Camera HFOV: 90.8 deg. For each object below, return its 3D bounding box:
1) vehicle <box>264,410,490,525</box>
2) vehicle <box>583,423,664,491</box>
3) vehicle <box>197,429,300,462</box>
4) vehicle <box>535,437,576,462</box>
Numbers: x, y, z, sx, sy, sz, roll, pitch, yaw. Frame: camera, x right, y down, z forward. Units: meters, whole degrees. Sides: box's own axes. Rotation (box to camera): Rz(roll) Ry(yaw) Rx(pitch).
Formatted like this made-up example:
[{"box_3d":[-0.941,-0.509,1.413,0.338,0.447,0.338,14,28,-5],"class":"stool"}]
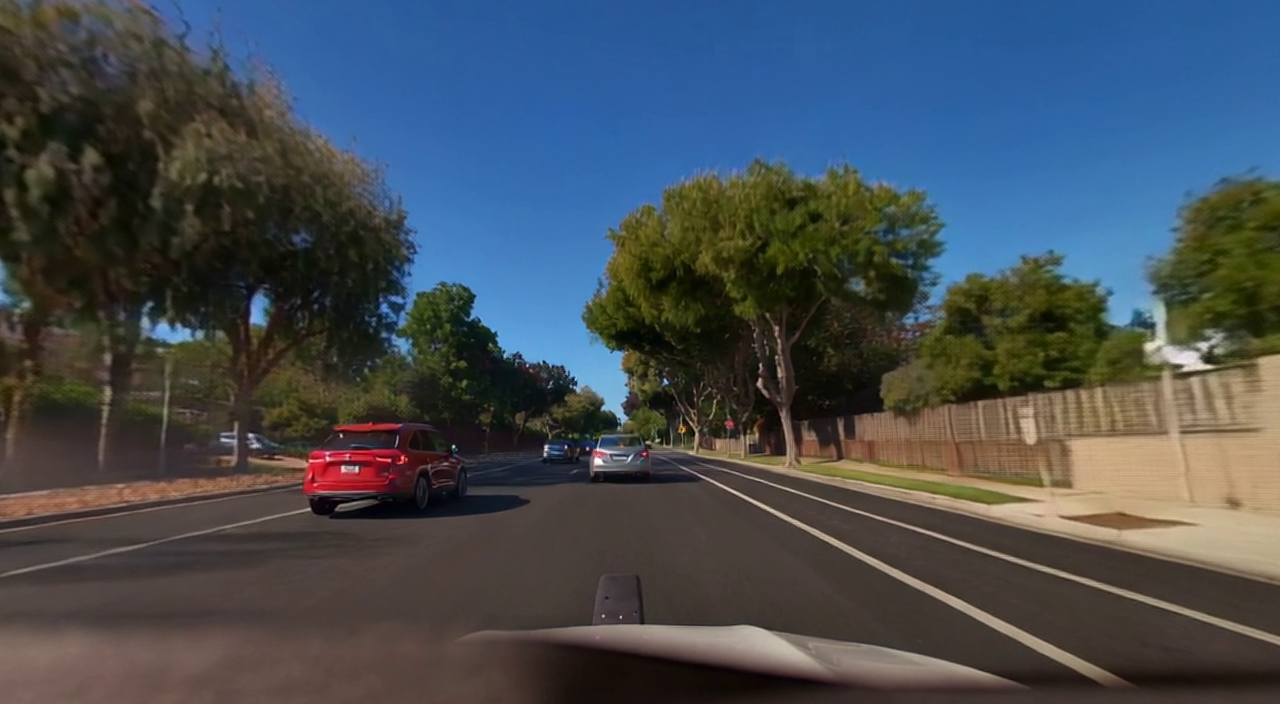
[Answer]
[{"box_3d":[-4.518,2.065,11.881,2.243,1.722,4.621,0,-8,0],"class":"vehicle"},{"box_3d":[-0.482,3.075,18.821,2.131,1.761,4.242,0,-8,-1],"class":"vehicle"},{"box_3d":[-25.757,6.153,41.727,5.216,2.058,2.299,0,-8,-1],"class":"vehicle"},{"box_3d":[-5.262,6.115,39.860,2.014,1.493,4.658,0,-8,-1],"class":"vehicle"}]
